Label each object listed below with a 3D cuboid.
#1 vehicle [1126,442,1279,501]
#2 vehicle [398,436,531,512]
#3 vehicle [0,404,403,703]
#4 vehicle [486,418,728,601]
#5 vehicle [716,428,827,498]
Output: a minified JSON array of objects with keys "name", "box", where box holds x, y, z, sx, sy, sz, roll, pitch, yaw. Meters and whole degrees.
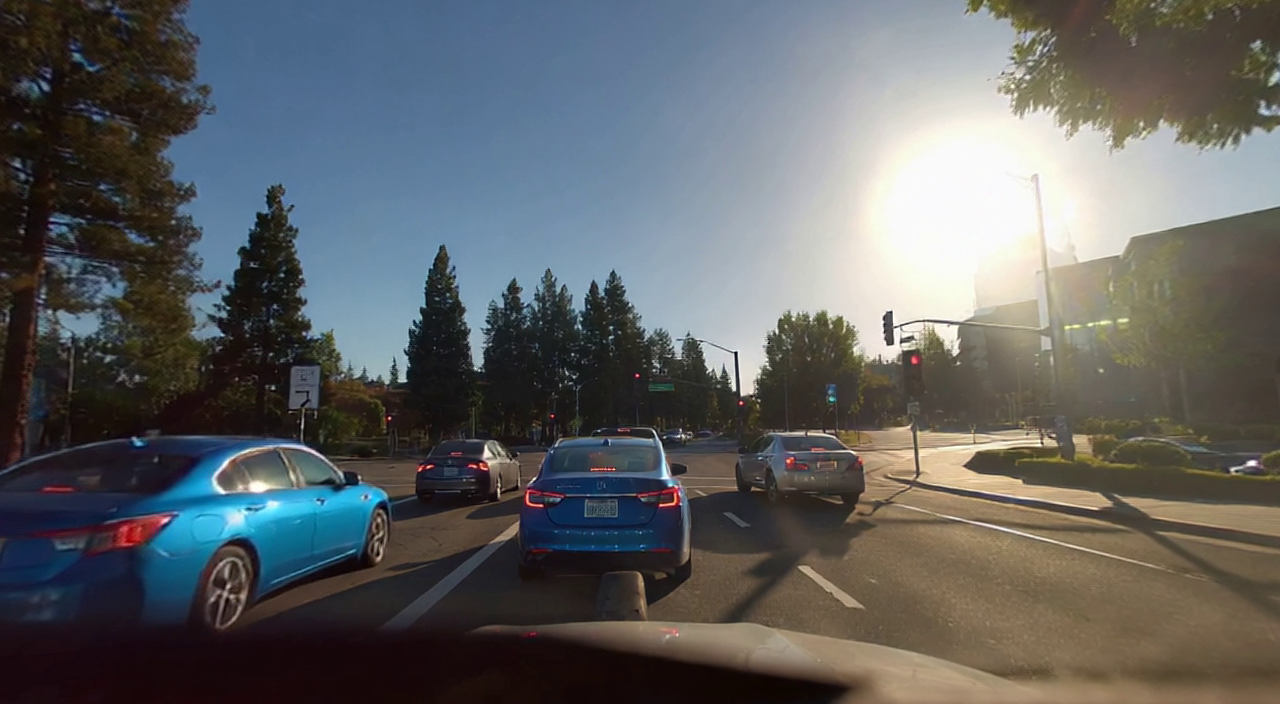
[{"name":"vehicle","box":[15.236,3.028,16.263,3.951,1.418,1.842,0,-8,-3]},{"name":"vehicle","box":[-3.767,2.670,14.300,1.998,1.452,3.773,0,-8,-1]},{"name":"vehicle","box":[-3.779,1.307,5.098,2.074,1.485,4.395,0,-8,-1]},{"name":"vehicle","box":[-0.344,1.643,7.513,2.045,1.533,4.183,0,-8,-2]},{"name":"vehicle","box":[3.448,3.007,17.510,2.028,1.678,4.220,0,-8,-2]}]
